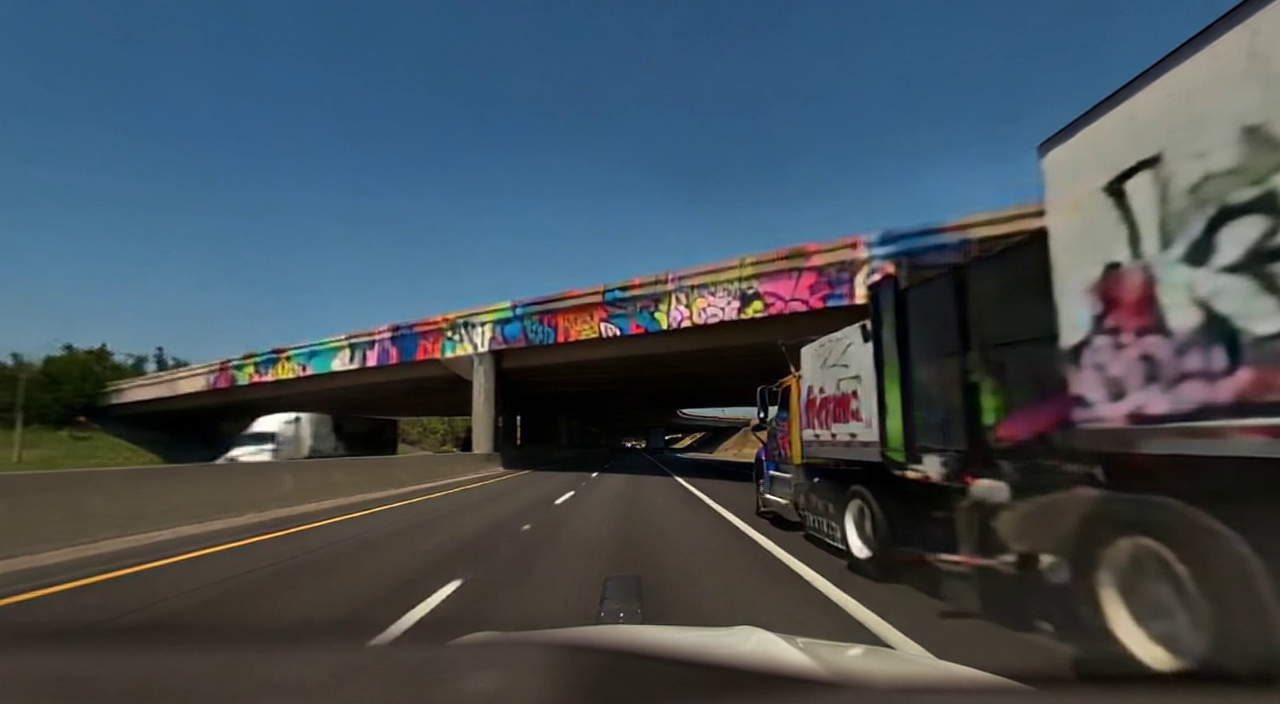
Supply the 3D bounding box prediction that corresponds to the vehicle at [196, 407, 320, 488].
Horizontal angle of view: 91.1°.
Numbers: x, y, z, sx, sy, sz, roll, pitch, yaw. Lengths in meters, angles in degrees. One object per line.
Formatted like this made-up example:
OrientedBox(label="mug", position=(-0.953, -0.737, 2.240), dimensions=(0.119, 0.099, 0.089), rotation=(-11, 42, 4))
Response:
OrientedBox(label="vehicle", position=(-20.746, 5.247, 34.651), dimensions=(3.012, 4.000, 5.979), rotation=(0, -9, -1))
